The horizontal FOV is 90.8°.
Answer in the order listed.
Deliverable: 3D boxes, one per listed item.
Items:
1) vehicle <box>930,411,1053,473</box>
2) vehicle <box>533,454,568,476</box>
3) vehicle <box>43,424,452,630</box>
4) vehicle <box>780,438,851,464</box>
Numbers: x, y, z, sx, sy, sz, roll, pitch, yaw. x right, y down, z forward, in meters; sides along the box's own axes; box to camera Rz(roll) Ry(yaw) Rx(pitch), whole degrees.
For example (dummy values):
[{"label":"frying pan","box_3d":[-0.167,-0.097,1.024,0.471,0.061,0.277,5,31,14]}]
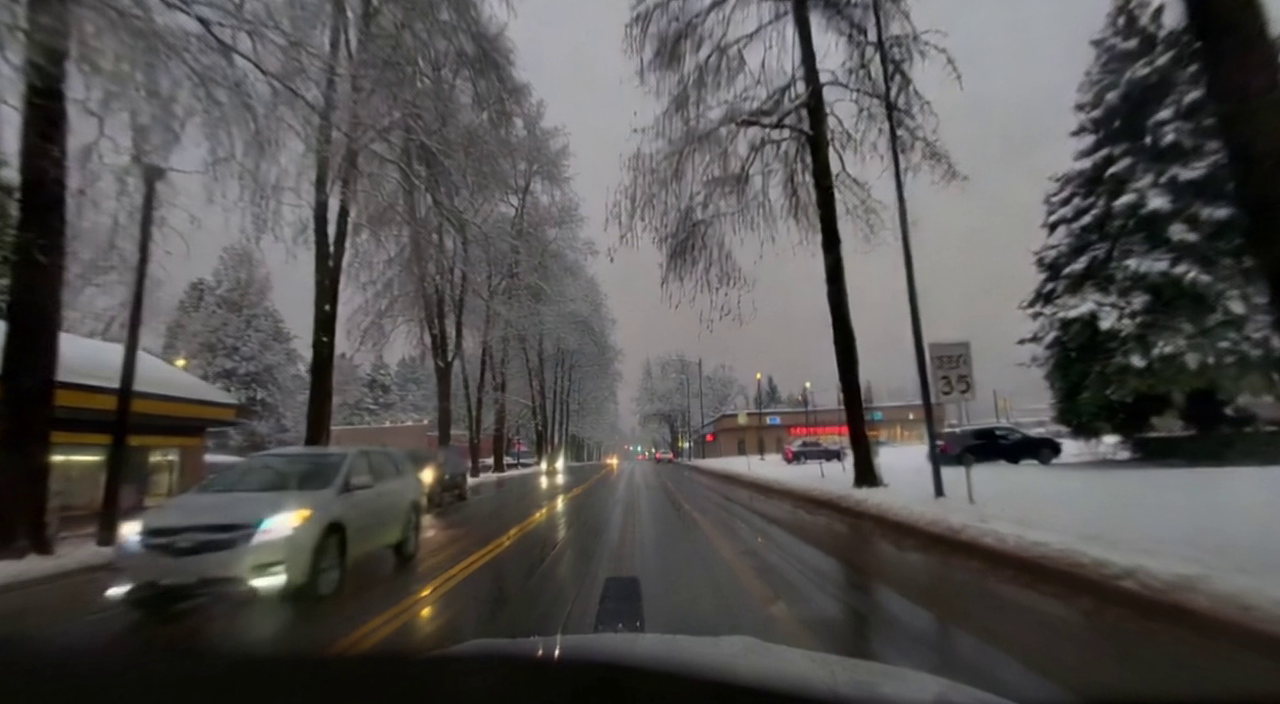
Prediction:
[{"label":"vehicle","box_3d":[11.368,2.901,20.265,2.124,1.711,5.059,-9,-12,43]},{"label":"vehicle","box_3d":[-6.681,8.488,47.632,1.962,1.478,4.639,-1,-9,1]},{"label":"vehicle","box_3d":[-4.115,1.884,7.892,2.103,1.750,4.660,-1,-9,0]},{"label":"vehicle","box_3d":[10.980,6.125,39.347,4.587,1.504,1.928,7,-11,-39]}]
